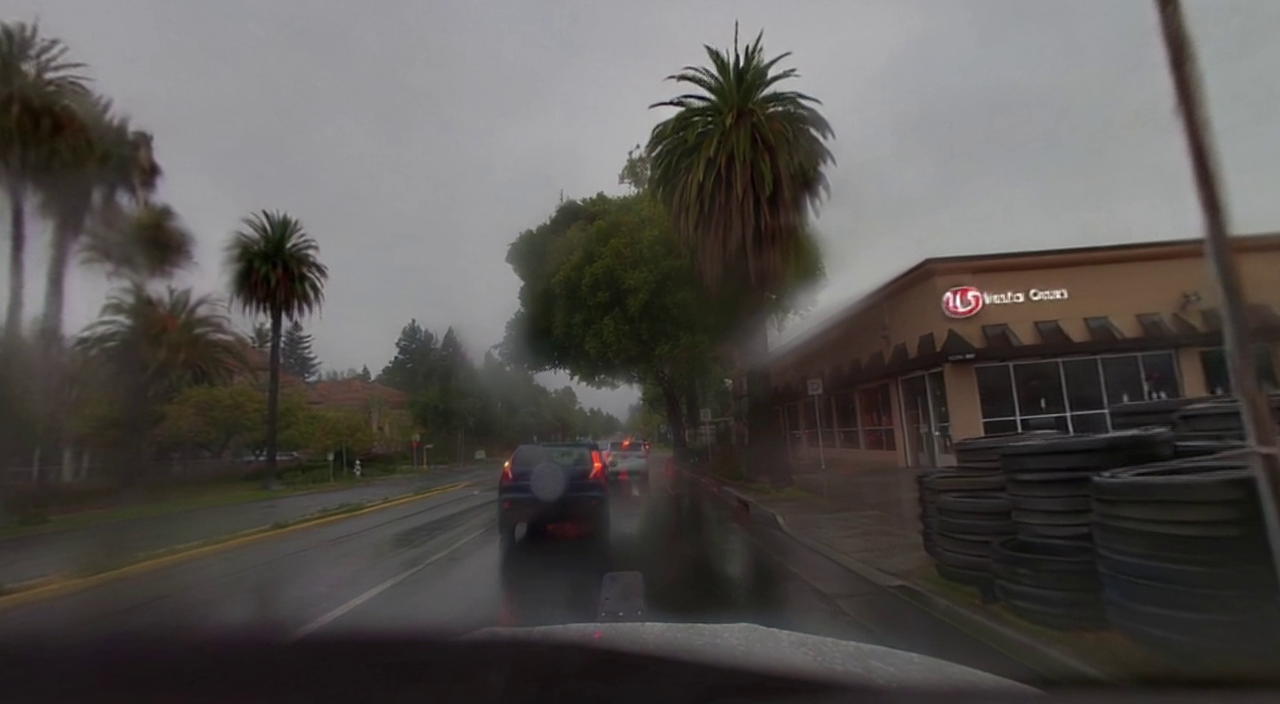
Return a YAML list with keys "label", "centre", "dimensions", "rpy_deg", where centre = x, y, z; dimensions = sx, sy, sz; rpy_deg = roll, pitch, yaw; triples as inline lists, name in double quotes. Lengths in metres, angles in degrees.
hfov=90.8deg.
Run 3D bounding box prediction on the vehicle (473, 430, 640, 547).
- label: "vehicle"
  centre: [-1.107, 2.073, 10.290]
  dimensions: [2.169, 1.495, 4.048]
  rpy_deg: [0, -8, -1]
